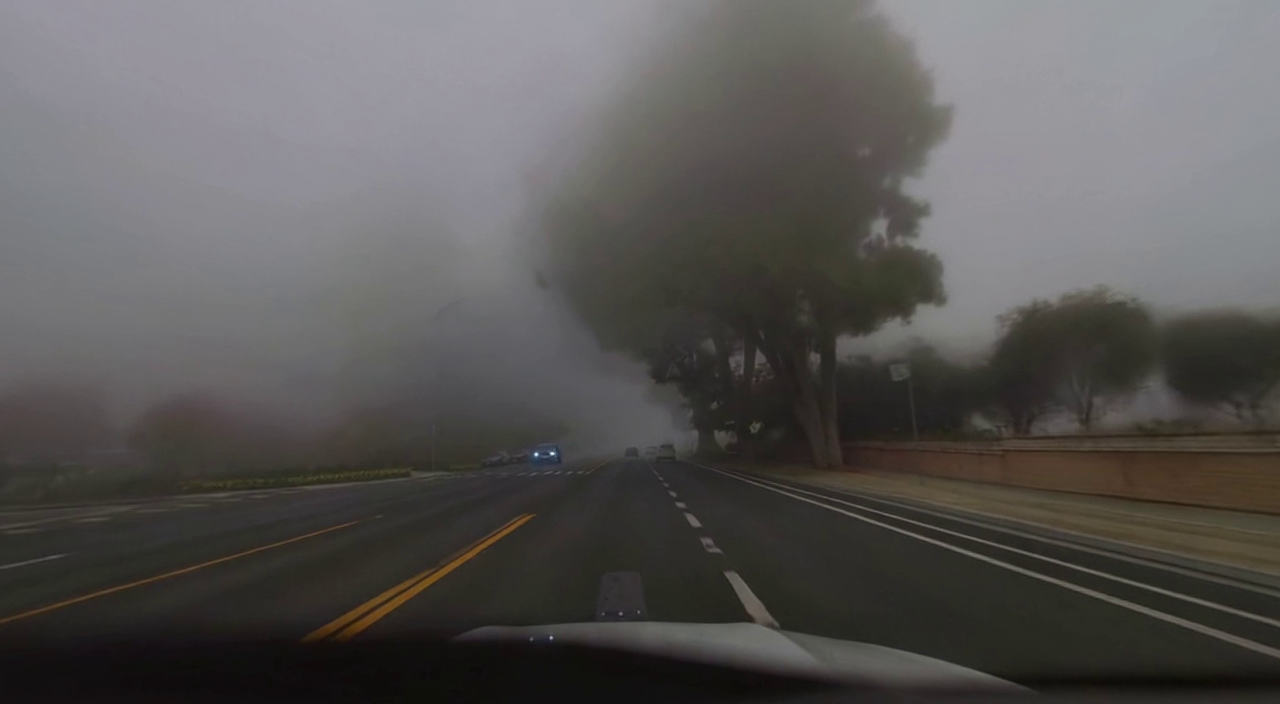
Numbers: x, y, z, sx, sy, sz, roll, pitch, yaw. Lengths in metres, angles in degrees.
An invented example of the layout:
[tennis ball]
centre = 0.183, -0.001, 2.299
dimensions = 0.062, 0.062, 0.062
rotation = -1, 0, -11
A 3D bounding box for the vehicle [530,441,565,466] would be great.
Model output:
[vehicle]
centre = -7.109, 7.894, 49.088
dimensions = 2.054, 1.814, 4.543
rotation = 0, -9, 0
